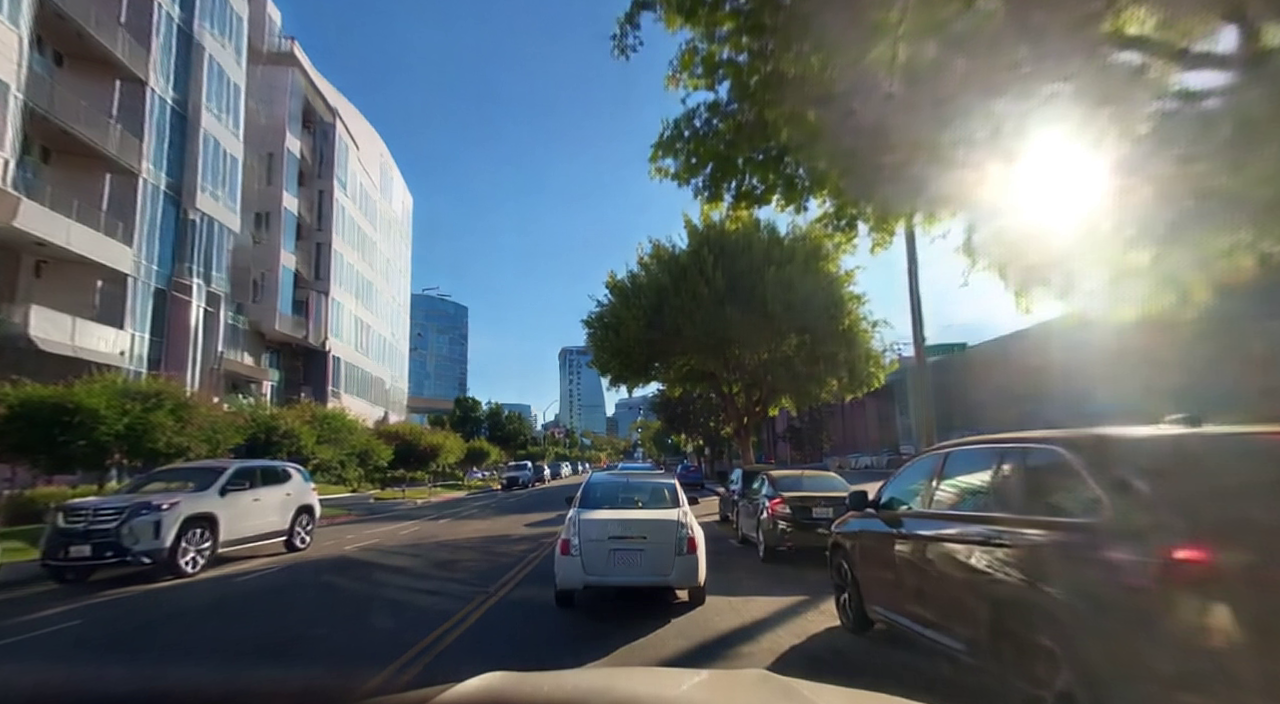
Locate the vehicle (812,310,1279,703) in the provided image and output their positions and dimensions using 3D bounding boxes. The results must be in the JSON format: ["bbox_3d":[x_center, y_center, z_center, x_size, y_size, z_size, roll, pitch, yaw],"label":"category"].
[{"bbox_3d":[2.728,1.216,4.246,1.868,1.920,4.501,1,-10,0],"label":"vehicle"}]

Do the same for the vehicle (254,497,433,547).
[{"bbox_3d":[-7.033,4.142,15.626,2.223,0.774,4.789,1,-10,-1],"label":"vehicle"}]

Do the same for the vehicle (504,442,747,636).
[{"bbox_3d":[-0.109,1.907,7.163,2.018,1.583,3.646,1,-10,0],"label":"vehicle"}]

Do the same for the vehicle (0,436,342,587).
[{"bbox_3d":[-6.807,2.420,9.961,1.994,1.701,4.520,-3,-12,-1],"label":"vehicle"}]
